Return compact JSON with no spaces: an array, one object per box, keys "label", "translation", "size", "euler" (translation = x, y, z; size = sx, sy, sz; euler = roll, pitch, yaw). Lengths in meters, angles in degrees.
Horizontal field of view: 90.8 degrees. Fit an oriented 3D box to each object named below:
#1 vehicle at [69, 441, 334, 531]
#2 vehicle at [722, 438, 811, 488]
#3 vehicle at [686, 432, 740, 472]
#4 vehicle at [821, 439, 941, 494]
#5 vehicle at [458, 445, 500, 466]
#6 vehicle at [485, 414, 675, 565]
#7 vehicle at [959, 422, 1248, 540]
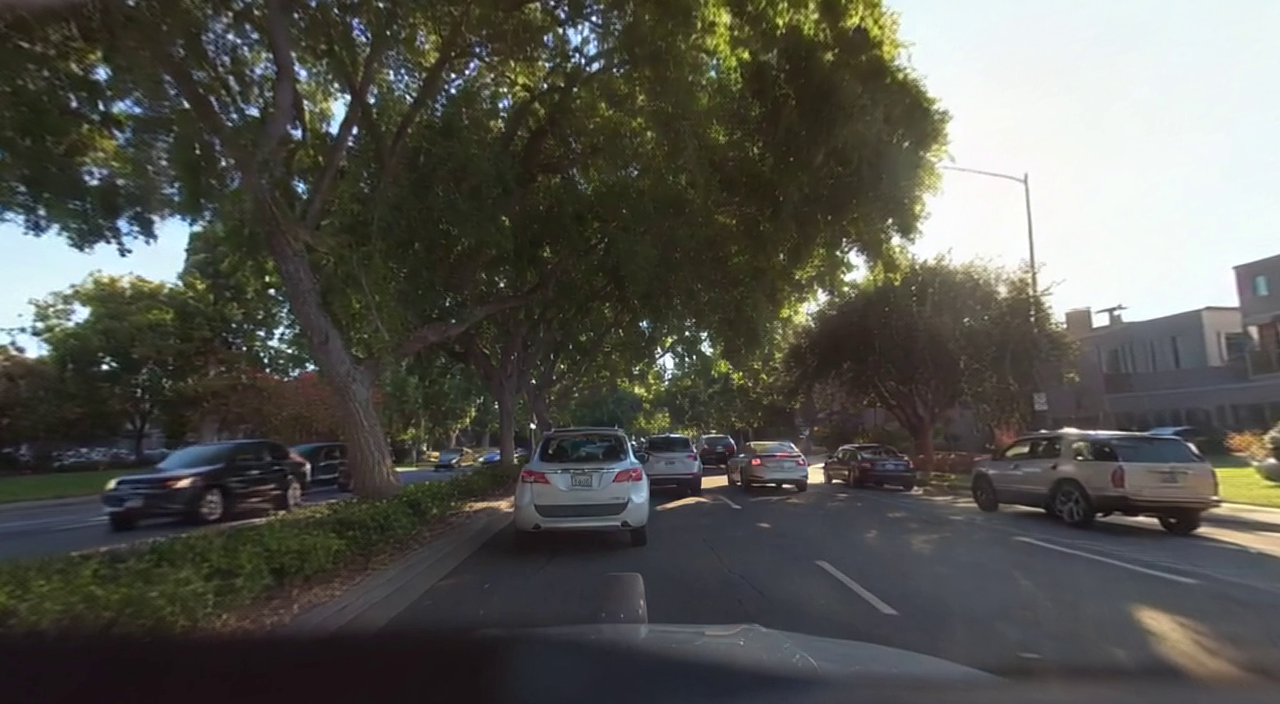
[{"label":"vehicle","translation":[-8.371,2.558,12.751],"size":[2.039,1.466,4.553],"euler":[0,-8,1]},{"label":"vehicle","translation":[4.094,3.669,21.281],"size":[2.175,1.477,4.520],"euler":[0,-8,2]},{"label":"vehicle","translation":[3.600,5.024,31.997],"size":[2.114,1.846,4.659],"euler":[0,-8,-1]},{"label":"vehicle","translation":[7.255,3.478,19.552],"size":[1.977,1.485,4.308],"euler":[0,-8,0]},{"label":"vehicle","translation":[-12.134,7.816,47.861],"size":[1.981,1.463,4.395],"euler":[0,-8,1]},{"label":"vehicle","translation":[-0.821,1.805,8.988],"size":[2.106,1.655,3.717],"euler":[1,-8,-5]},{"label":"vehicle","translation":[7.912,2.213,11.508],"size":[2.168,1.709,4.289],"euler":[-1,-8,4]}]
